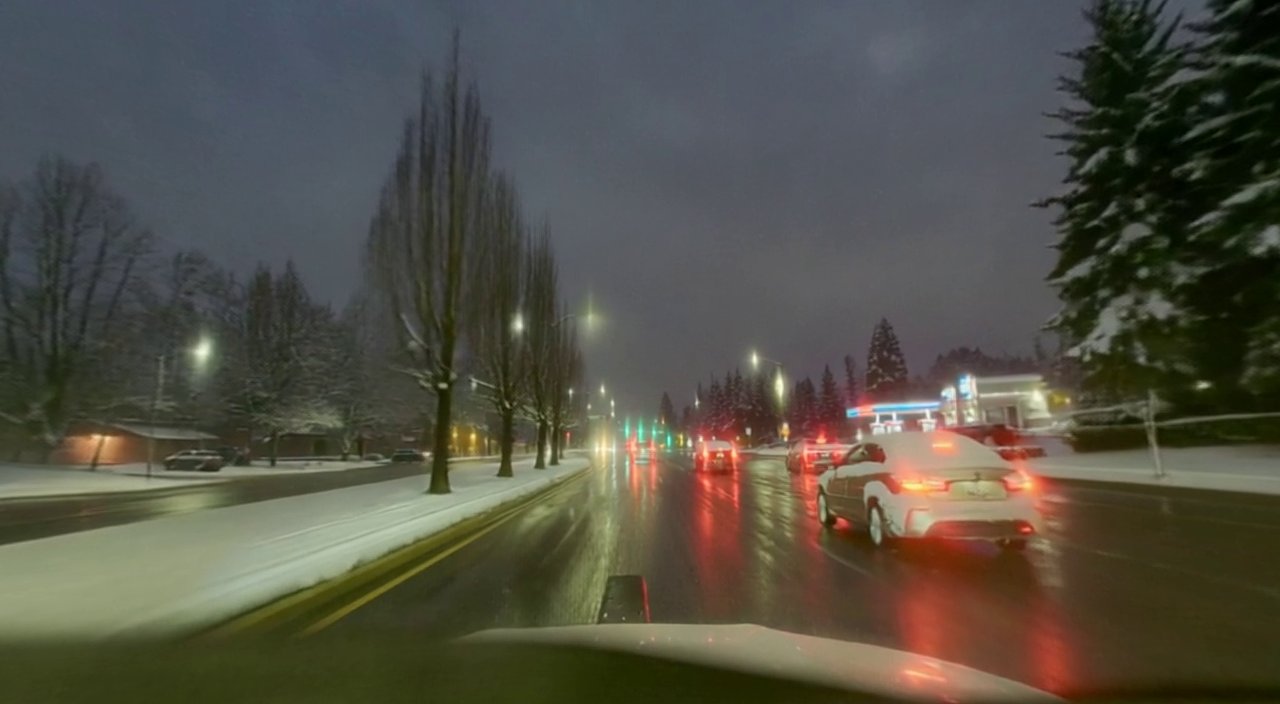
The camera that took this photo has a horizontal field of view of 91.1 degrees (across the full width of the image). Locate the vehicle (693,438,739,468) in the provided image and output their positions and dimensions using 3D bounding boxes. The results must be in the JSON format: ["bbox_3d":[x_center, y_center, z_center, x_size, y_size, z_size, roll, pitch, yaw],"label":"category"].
[{"bbox_3d":[4.156,5.614,35.073,1.980,1.515,4.362,0,-8,-1],"label":"vehicle"}]

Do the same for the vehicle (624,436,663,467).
[{"bbox_3d":[0.182,5.814,36.667,2.172,1.694,4.055,0,-8,0],"label":"vehicle"}]

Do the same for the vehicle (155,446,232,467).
[{"bbox_3d":[-34.137,7.961,48.031,4.595,1.533,1.853,-1,-9,5],"label":"vehicle"}]

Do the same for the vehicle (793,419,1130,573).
[{"bbox_3d":[3.770,1.782,8.653,2.119,1.509,4.756,0,-9,0],"label":"vehicle"}]
